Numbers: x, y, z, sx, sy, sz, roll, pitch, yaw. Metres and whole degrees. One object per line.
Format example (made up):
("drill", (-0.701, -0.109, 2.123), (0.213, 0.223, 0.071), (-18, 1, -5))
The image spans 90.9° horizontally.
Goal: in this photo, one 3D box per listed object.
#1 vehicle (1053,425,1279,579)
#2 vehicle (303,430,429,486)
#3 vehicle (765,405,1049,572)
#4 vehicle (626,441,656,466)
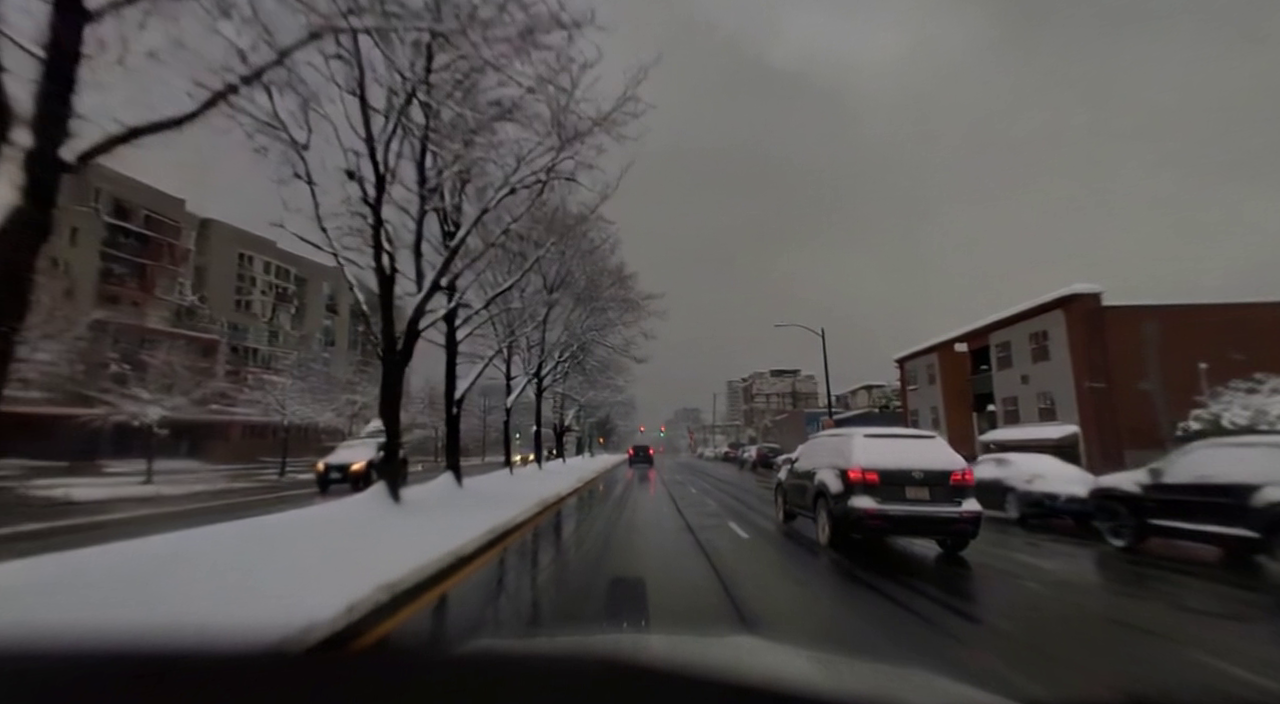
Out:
("vehicle", (7.577, 1.700, 7.562), (2.011, 1.566, 4.722), (0, -8, 0))
("vehicle", (-10.300, 4.061, 24.430), (2.502, 1.881, 5.953), (0, -9, -3))
("vehicle", (3.280, 1.785, 9.009), (2.071, 1.747, 4.549), (0, -8, 0))
("vehicle", (0.137, 7.889, 49.078), (2.244, 1.813, 4.129), (0, -8, 1))
